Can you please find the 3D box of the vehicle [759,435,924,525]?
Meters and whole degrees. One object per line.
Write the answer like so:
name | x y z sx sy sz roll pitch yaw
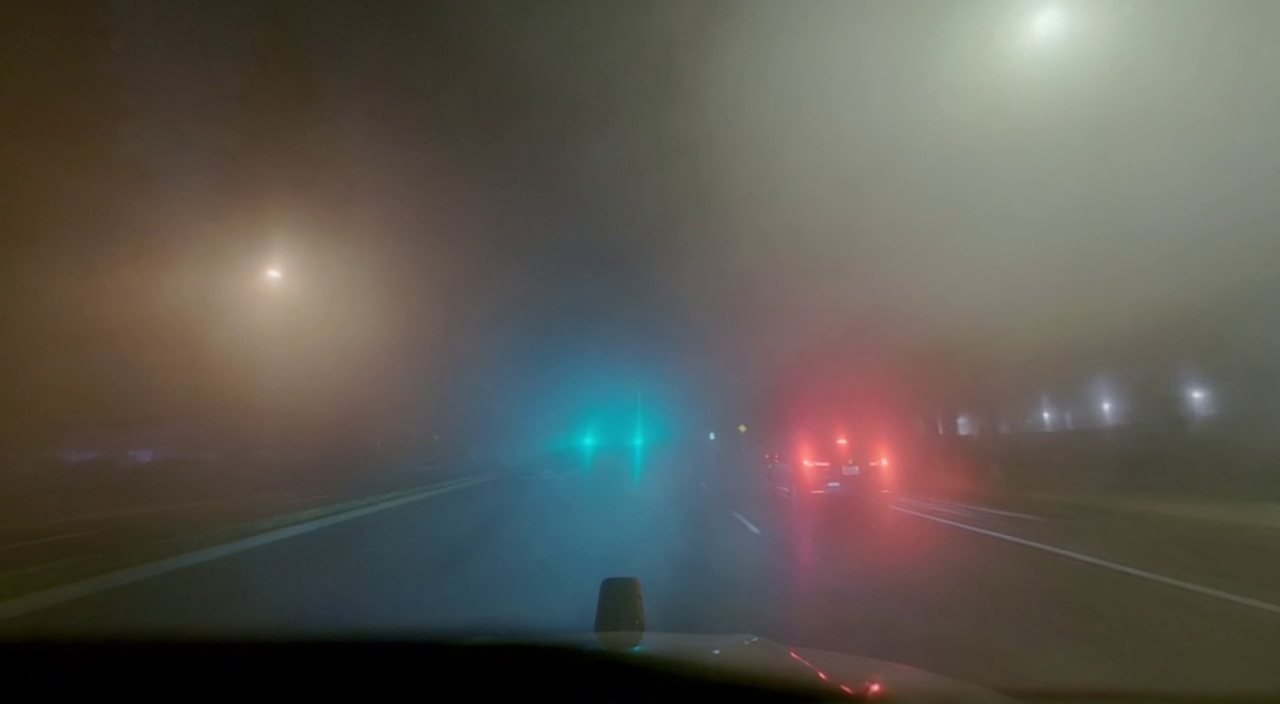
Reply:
vehicle | 3.695 2.411 12.437 1.852 1.453 4.083 0 -9 0
